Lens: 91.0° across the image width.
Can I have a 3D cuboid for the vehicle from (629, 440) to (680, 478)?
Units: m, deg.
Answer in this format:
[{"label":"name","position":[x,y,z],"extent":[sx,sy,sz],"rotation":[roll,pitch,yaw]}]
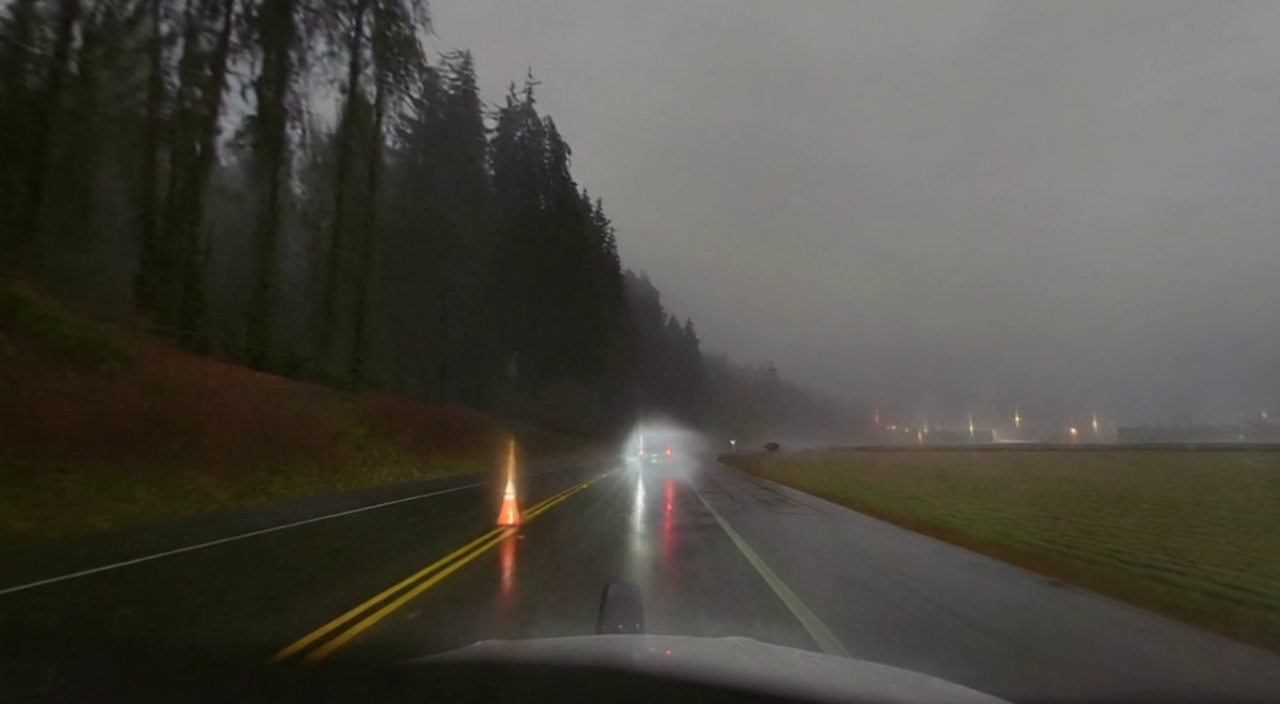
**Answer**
[{"label":"vehicle","position":[0.660,4.552,27.103],"extent":[2.042,1.489,3.963],"rotation":[0,-9,2]}]
